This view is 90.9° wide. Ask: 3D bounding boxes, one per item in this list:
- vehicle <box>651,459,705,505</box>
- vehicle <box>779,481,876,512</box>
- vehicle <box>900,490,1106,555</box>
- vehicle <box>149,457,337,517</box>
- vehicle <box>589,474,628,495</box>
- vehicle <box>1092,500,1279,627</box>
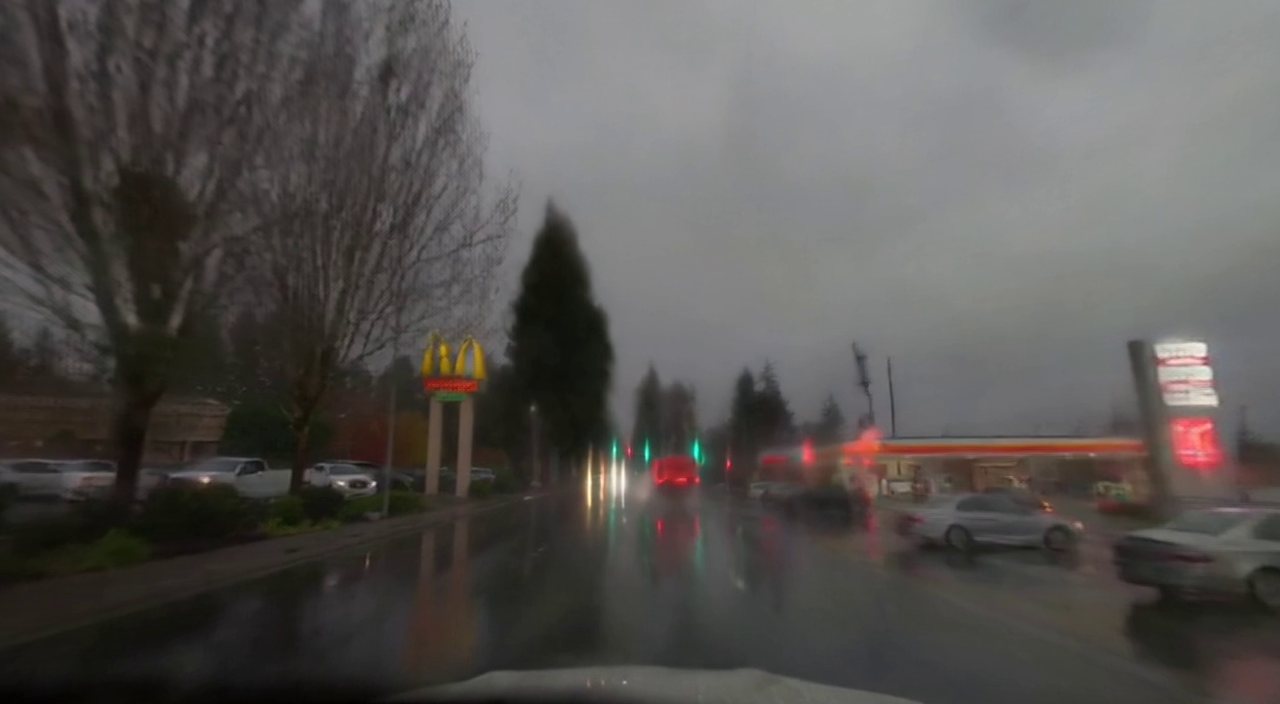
[{"bbox_3d":[1.791,6.551,31.898,2.153,2.074,5.188,1,-11,-3],"label":"vehicle"},{"bbox_3d":[9.082,7.022,30.717,4.123,1.446,1.807,0,-11,-3],"label":"vehicle"},{"bbox_3d":[9.283,4.380,16.390,4.169,1.474,1.850,0,-11,-1],"label":"vehicle"},{"bbox_3d":[-12.416,4.226,19.930,4.575,1.641,2.006,10,-15,-43],"label":"vehicle"},{"bbox_3d":[-2.249,9.689,46.337,1.993,1.454,3.810,-2,-11,11],"label":"vehicle"},{"bbox_3d":[9.371,2.909,9.011,4.316,1.462,1.921,0,-11,-2],"label":"vehicle"}]
